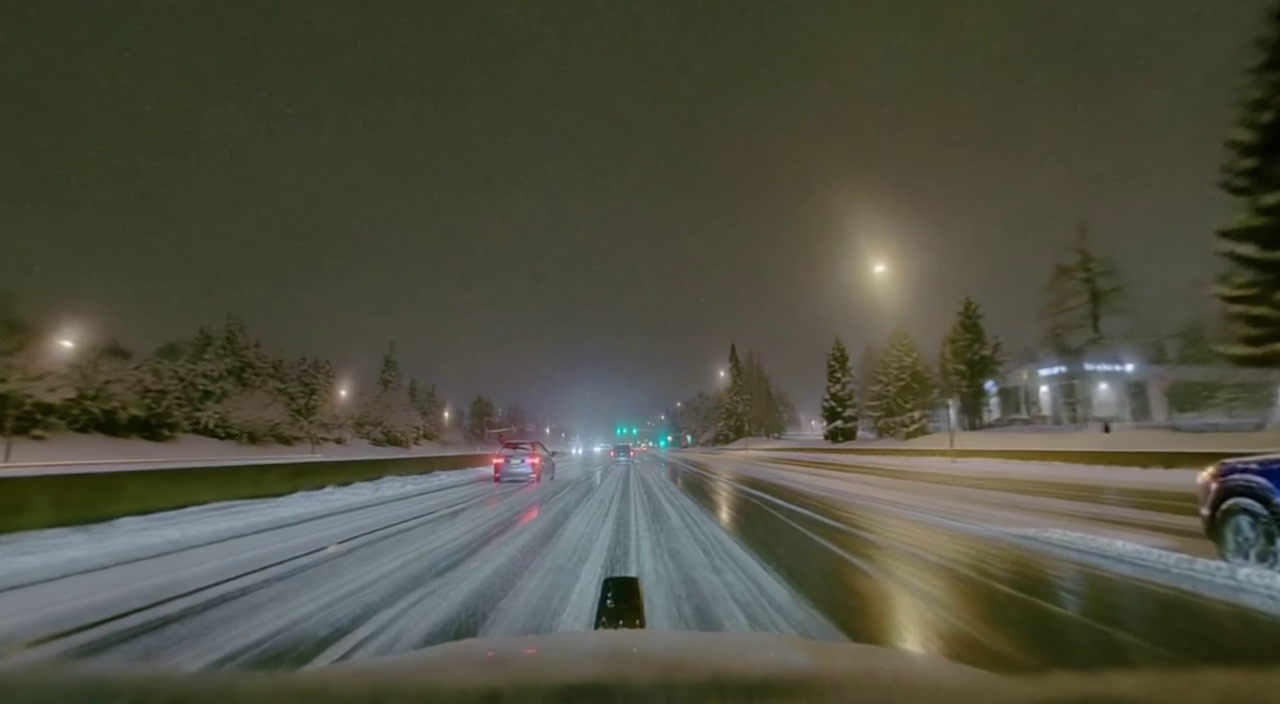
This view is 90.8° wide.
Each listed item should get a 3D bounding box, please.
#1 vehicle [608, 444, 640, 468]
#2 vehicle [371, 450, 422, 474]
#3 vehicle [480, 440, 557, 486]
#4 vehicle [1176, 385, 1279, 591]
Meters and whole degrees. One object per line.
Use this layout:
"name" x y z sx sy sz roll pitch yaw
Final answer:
"vehicle" -1.021 6.723 41.118 1.997 1.485 4.094 0 -8 -1
"vehicle" -17.952 8.098 46.865 2.089 1.621 4.267 0 -8 0
"vehicle" -4.227 3.948 22.791 1.886 1.465 4.625 0 -8 0
"vehicle" 6.698 0.996 4.204 2.028 1.801 4.741 0 -8 0
